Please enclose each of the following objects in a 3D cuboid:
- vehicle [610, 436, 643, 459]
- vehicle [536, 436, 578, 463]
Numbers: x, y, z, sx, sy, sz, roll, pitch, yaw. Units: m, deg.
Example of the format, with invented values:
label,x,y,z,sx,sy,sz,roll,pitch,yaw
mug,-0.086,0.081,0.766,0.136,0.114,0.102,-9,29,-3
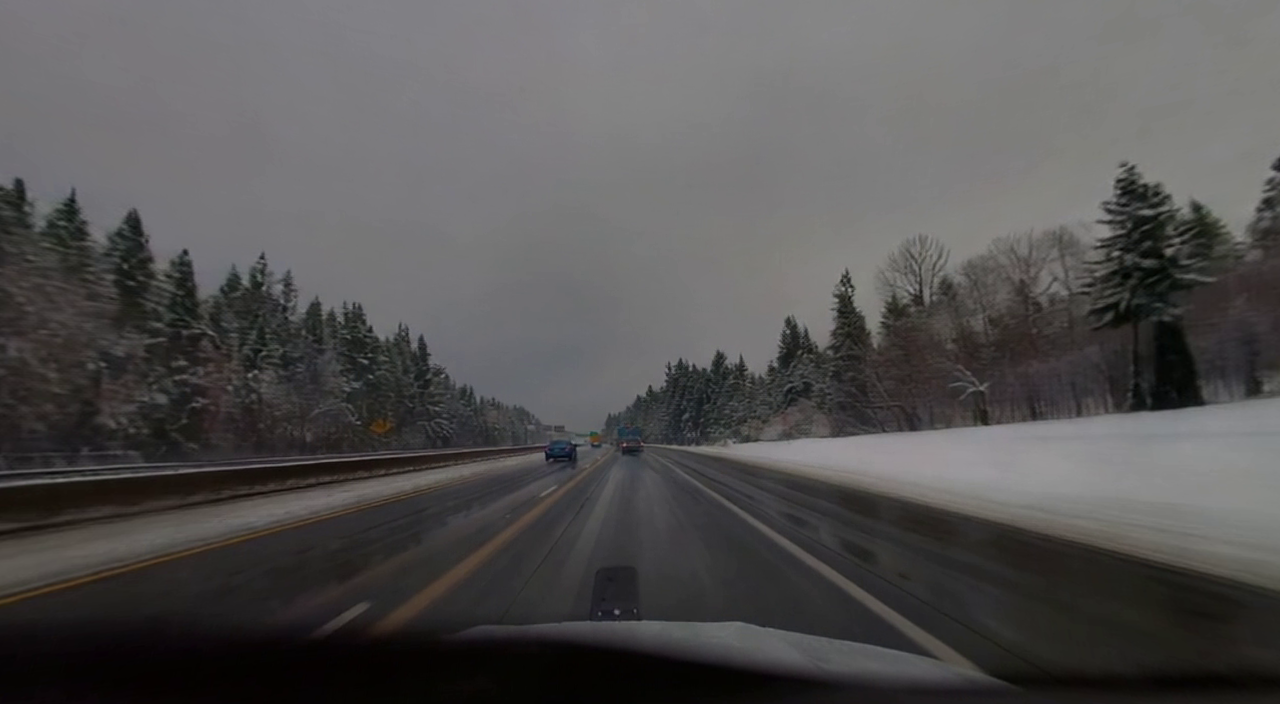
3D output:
label,x,y,z,sx,sy,sz,roll,pitch,yaw
vehicle,-0.889,6.479,43.057,2.162,1.460,4.242,0,-8,-1
vehicle,-4.598,5.478,35.568,1.907,1.445,4.049,0,-8,-1
